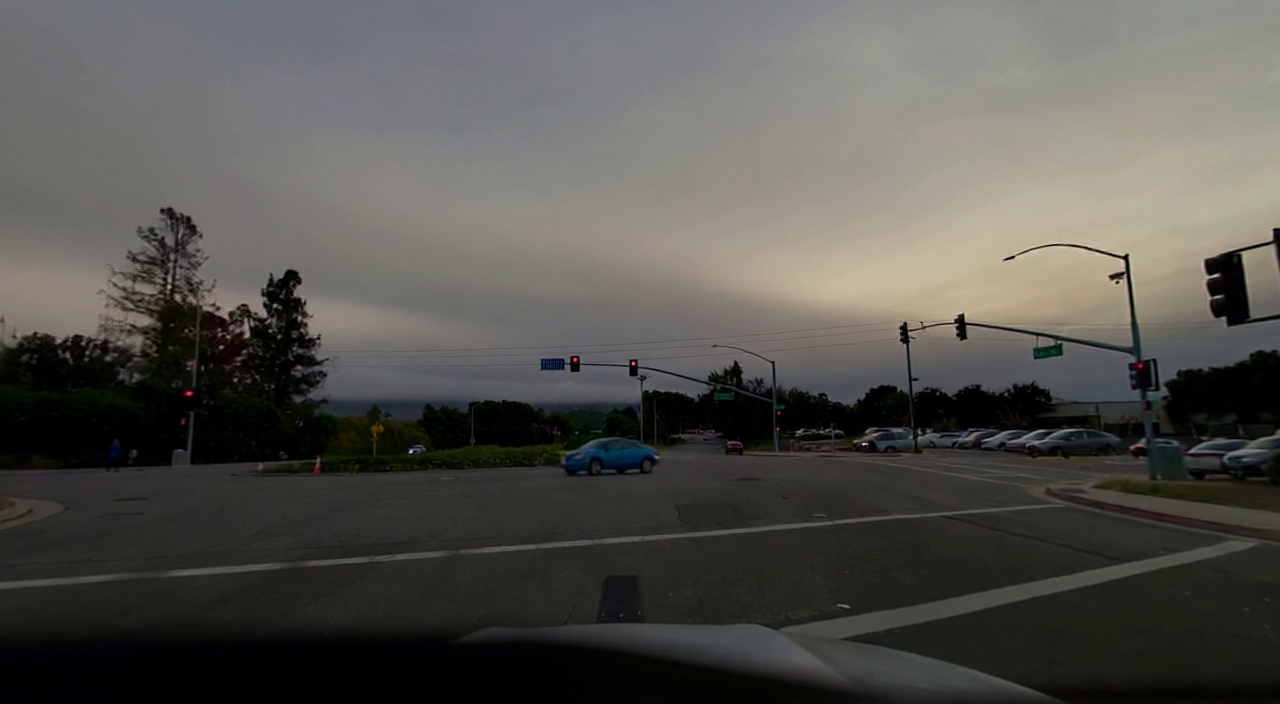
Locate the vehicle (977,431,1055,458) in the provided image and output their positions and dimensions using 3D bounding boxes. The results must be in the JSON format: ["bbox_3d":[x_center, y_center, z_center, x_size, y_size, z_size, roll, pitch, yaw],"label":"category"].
[{"bbox_3d":[26.949,6.631,45.267,5.032,1.828,2.183,4,-9,-24],"label":"vehicle"}]

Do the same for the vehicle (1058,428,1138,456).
[{"bbox_3d":[36.094,7.089,49.740,6.148,2.119,2.473,4,-10,-28],"label":"vehicle"}]

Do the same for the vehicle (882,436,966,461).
[{"bbox_3d":[18.717,6.334,41.636,5.234,1.549,1.982,4,-9,-24],"label":"vehicle"}]

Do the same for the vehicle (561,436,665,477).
[{"bbox_3d":[-1.002,4.110,25.062,3.896,1.500,1.740,8,-12,-42],"label":"vehicle"}]
